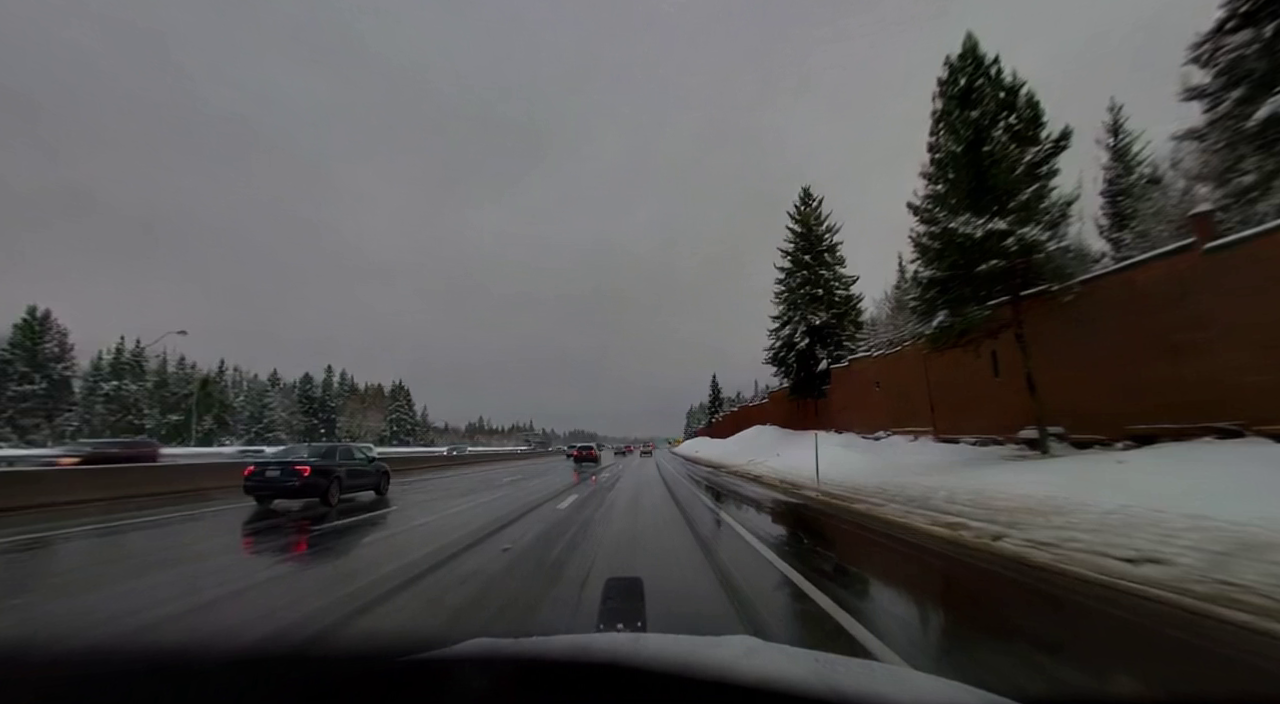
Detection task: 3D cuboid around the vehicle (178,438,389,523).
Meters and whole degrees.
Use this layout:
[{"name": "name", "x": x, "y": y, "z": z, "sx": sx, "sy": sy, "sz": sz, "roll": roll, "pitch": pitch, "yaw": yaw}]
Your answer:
[{"name": "vehicle", "x": -7.228, "y": 2.608, "z": 13.367, "sx": 1.942, "sy": 1.502, "sz": 4.216, "roll": 0, "pitch": -8, "yaw": 1}]

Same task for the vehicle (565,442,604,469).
[{"name": "vehicle", "x": -3.546, "y": 6.718, "z": 41.018, "sx": 2.036, "sy": 1.636, "sz": 4.511, "roll": 0, "pitch": -8, "yaw": 1}]

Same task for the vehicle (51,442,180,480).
[{"name": "vehicle", "x": -24.654, "y": 5.106, "z": 29.792, "sx": 1.975, "sy": 1.615, "sz": 4.767, "roll": 0, "pitch": -8, "yaw": 1}]
